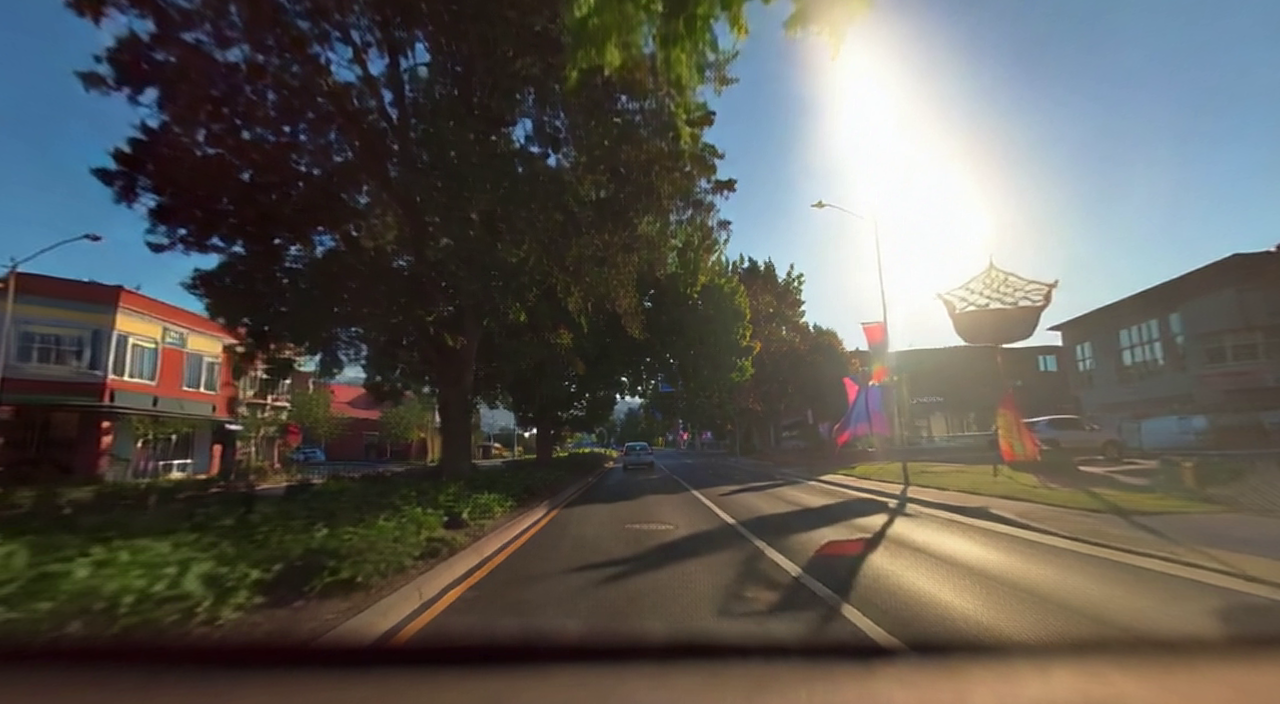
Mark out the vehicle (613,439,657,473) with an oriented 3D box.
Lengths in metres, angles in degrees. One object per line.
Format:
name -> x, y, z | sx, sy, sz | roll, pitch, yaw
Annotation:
vehicle -> -0.222, 5.764, 35.087 | 2.235, 1.719, 4.292 | 2, -9, 1
